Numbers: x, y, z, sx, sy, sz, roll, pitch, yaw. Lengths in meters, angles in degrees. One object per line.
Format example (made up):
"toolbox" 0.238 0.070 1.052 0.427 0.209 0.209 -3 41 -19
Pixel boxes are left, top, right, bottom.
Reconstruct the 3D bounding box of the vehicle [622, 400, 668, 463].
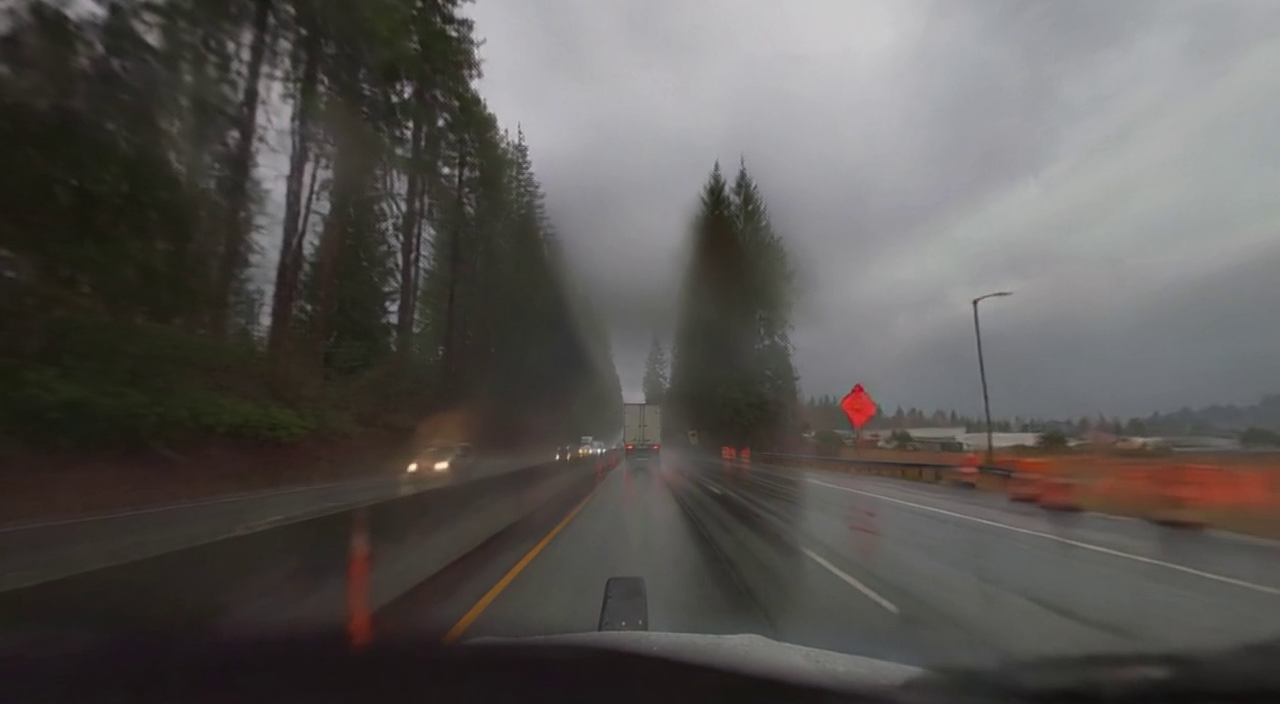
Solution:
"vehicle" 0.174 5.959 46.562 2.935 4.068 11.036 0 -8 -1
